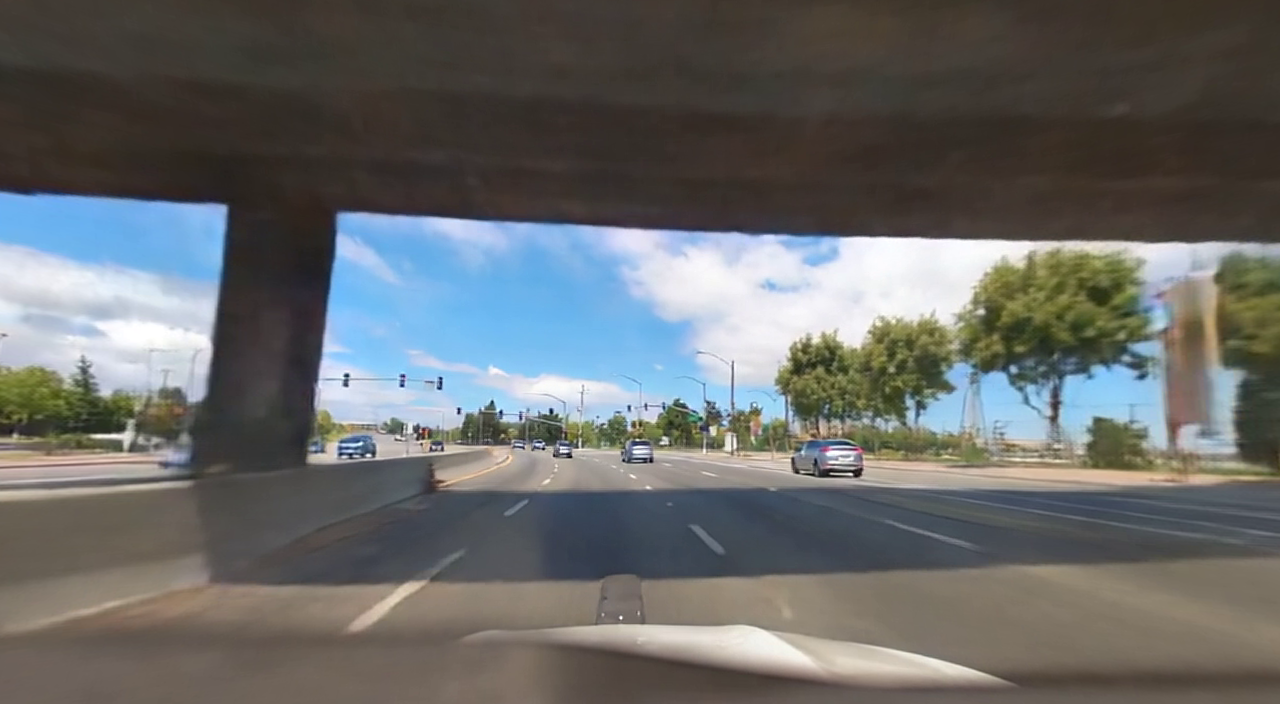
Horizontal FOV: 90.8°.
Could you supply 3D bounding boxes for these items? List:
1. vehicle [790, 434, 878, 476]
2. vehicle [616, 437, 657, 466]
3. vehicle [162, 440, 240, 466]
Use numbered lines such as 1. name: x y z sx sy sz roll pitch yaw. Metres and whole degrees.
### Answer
1. vehicle: 8.637 4.614 28.587 2.130 1.741 4.665 1 -8 -5
2. vehicle: -0.296 6.289 40.128 2.024 1.724 3.928 1 -9 -9
3. vehicle: -27.490 6.343 39.766 2.006 1.506 4.769 1 -9 -8
